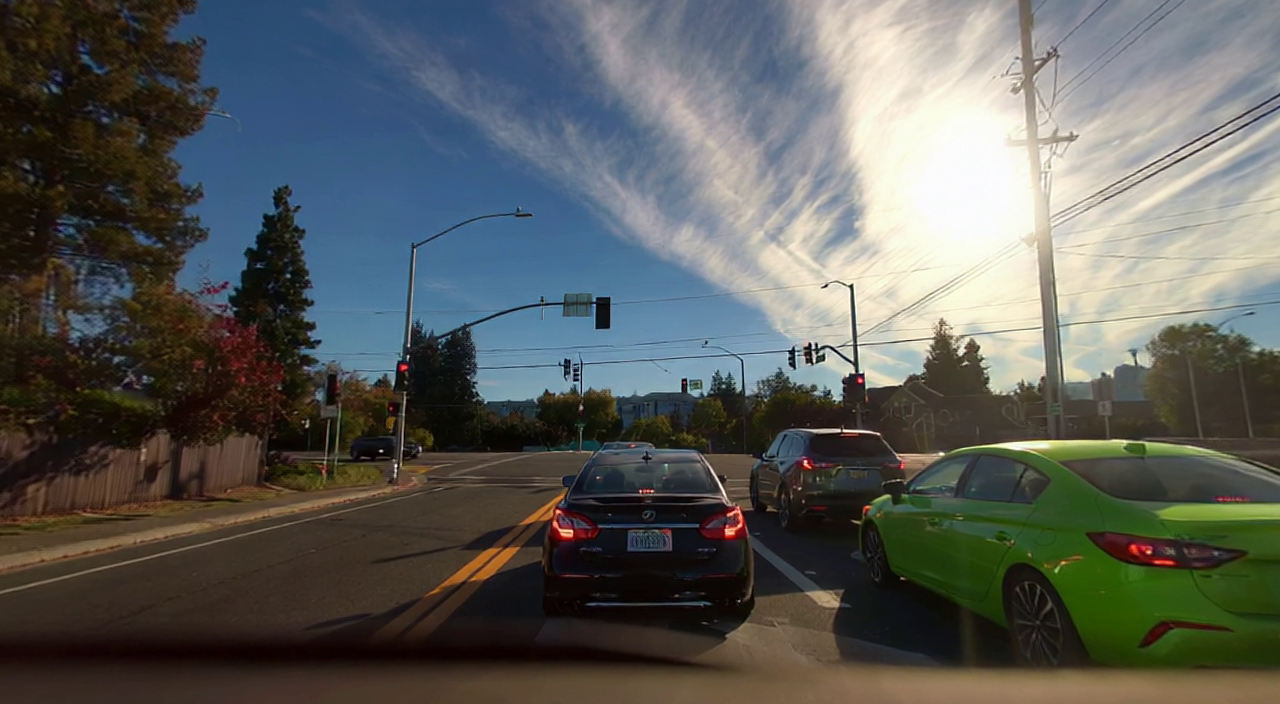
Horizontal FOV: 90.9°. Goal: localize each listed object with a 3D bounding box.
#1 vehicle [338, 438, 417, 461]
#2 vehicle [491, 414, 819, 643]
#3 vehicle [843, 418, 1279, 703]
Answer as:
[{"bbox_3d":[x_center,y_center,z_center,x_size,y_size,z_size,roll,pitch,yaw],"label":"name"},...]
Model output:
[{"bbox_3d":[-17.238,6.419,41.467,4.406,1.458,1.892,-1,-8,7],"label":"vehicle"},{"bbox_3d":[0.065,1.493,6.433,2.170,1.497,4.369,0,-8,-1],"label":"vehicle"},{"bbox_3d":[3.086,1.245,4.137,2.027,1.432,4.431,0,-8,0],"label":"vehicle"}]
